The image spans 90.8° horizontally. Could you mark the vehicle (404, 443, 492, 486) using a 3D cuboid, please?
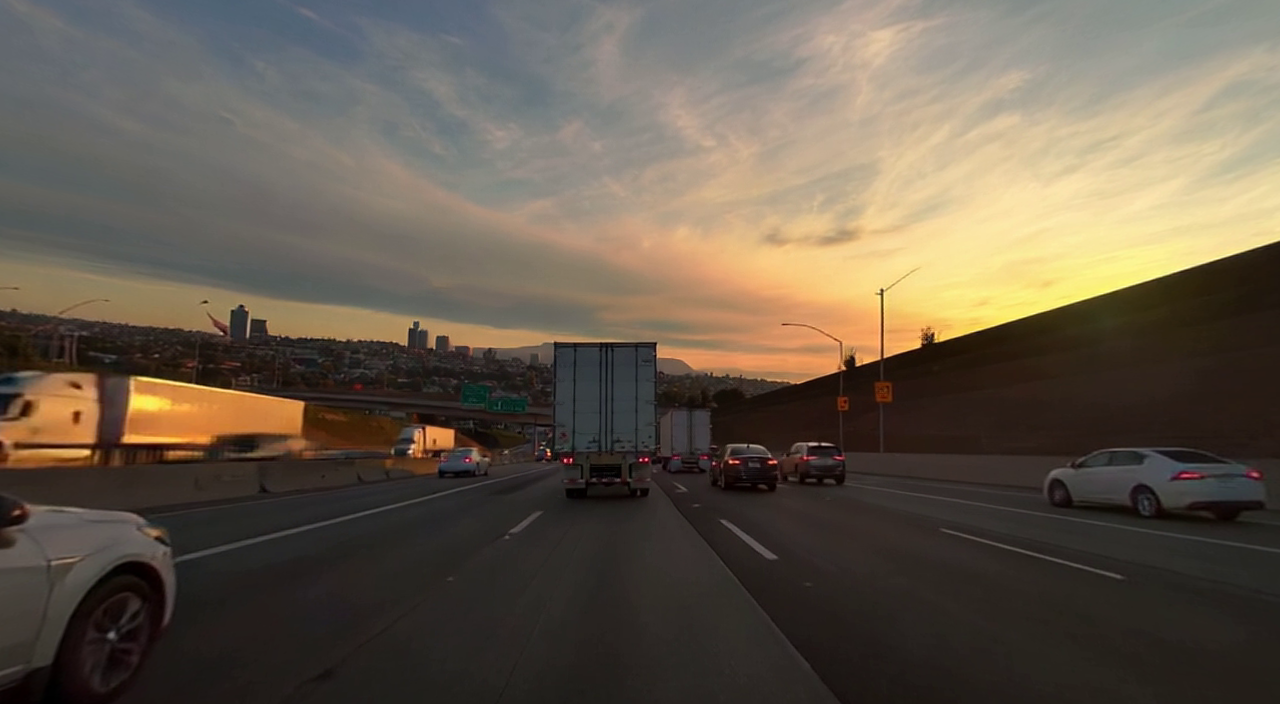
[{"bbox_3d":[-7.267,4.273,24.448,1.973,1.471,4.779,0,-9,-1],"label":"vehicle"}]

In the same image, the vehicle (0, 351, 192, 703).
[{"bbox_3d":[-3.328,0.656,1.197,1.946,1.641,4.105,0,-9,-1],"label":"vehicle"}]

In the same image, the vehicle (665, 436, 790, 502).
[{"bbox_3d":[2.939,4.654,26.426,2.869,1.940,14.755,0,-9,-1],"label":"vehicle"}]

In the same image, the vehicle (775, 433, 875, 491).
[{"bbox_3d":[6.586,3.966,23.076,2.070,1.888,4.546,0,-9,-3],"label":"vehicle"}]

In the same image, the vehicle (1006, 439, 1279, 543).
[{"bbox_3d":[9.369,2.390,11.662,2.002,1.472,4.950,0,-9,-4],"label":"vehicle"}]

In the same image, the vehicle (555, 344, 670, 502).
[{"bbox_3d":[-0.764,2.590,21.579,2.906,4.040,10.743,0,-9,-1],"label":"vehicle"}]
